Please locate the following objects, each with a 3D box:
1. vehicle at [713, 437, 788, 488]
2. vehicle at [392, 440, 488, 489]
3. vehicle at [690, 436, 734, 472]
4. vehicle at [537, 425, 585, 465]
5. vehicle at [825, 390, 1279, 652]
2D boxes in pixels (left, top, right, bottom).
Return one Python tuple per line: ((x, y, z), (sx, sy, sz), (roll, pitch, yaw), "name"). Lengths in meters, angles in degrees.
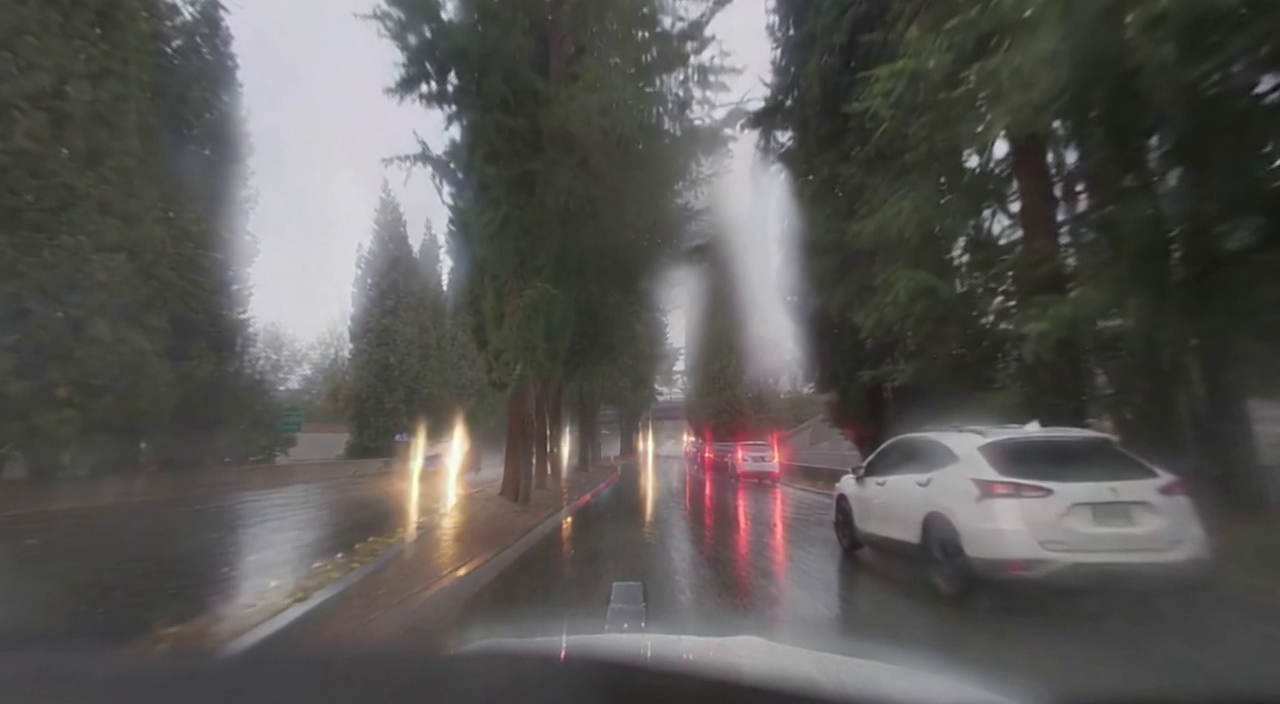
((4.003, 4.076, 23.593), (1.972, 1.682, 4.397), (-1, -9, 0), "vehicle")
((-6.793, 3.849, 21.841), (1.846, 1.498, 3.886), (-2, -9, 4), "vehicle")
((4.014, 5.792, 35.849), (1.985, 1.895, 4.496), (-1, -9, 1), "vehicle")
((-5.429, 6.539, 44.162), (2.273, 2.556, 5.337), (-2, -9, 4), "vehicle")
((3.450, 1.437, 6.343), (1.868, 1.694, 4.184), (-1, -9, 0), "vehicle")
